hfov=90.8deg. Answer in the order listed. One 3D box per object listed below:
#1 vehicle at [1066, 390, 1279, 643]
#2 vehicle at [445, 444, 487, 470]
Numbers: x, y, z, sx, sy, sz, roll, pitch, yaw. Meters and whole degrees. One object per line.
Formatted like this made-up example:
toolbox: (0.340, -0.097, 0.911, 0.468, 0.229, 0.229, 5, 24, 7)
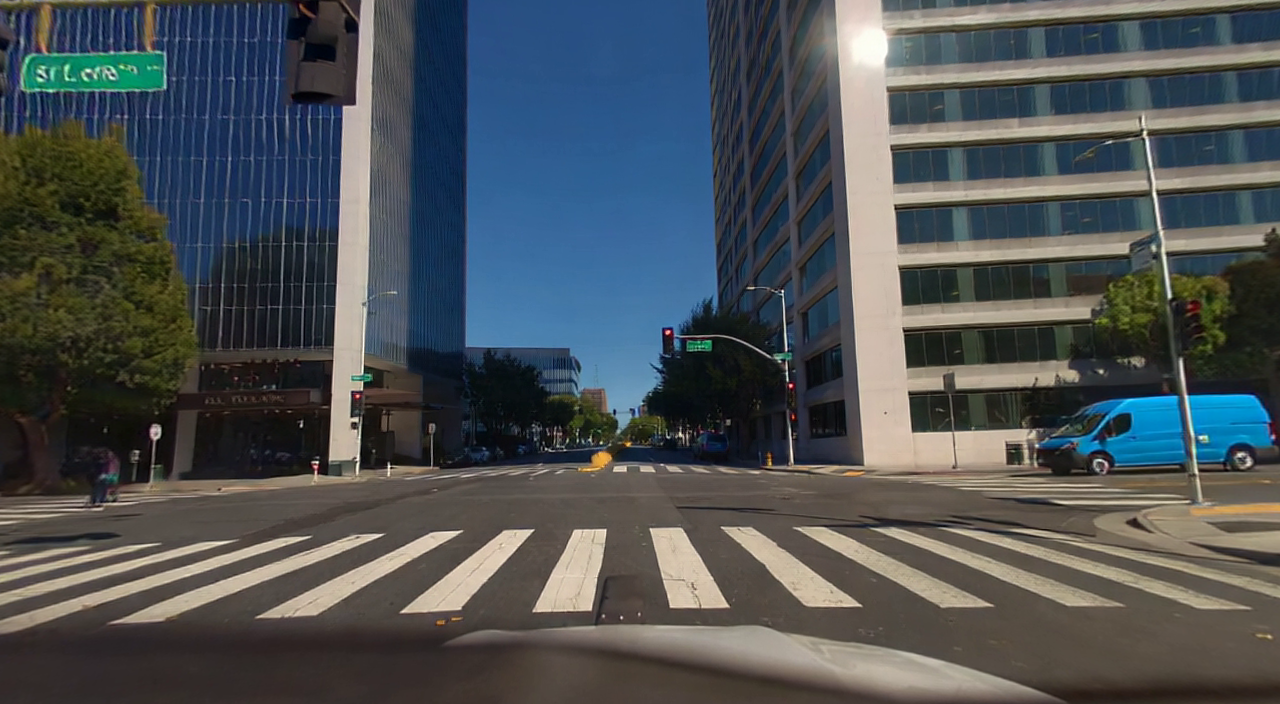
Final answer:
vehicle: (5.660, 1.137, 4.248, 2.070, 1.804, 4.881, 0, -8, -1)
vehicle: (-12.438, 7.504, 45.376, 1.935, 1.639, 4.244, -3, -8, -2)
